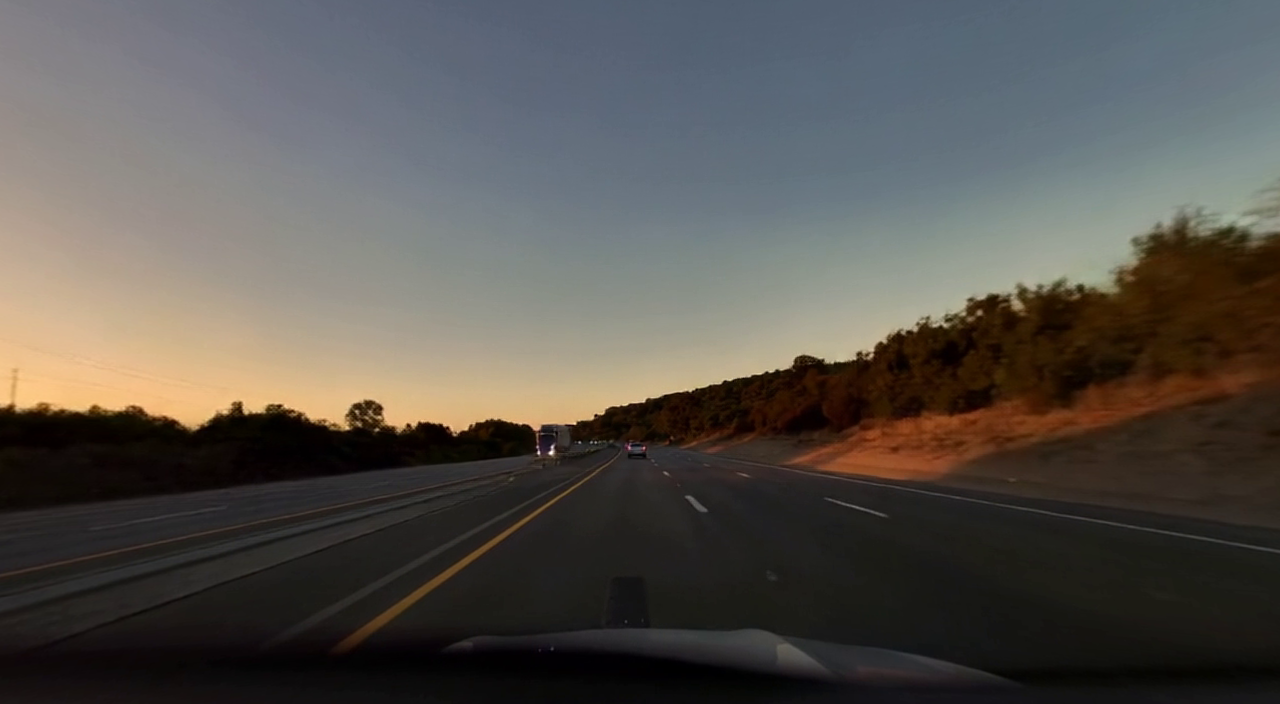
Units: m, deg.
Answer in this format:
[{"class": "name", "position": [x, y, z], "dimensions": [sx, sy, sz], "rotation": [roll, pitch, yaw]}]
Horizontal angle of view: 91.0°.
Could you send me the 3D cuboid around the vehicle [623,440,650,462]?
[{"class": "vehicle", "position": [-0.245, 7.525, 48.020], "dimensions": [2.009, 1.554, 4.013], "rotation": [0, -8, 0]}]
